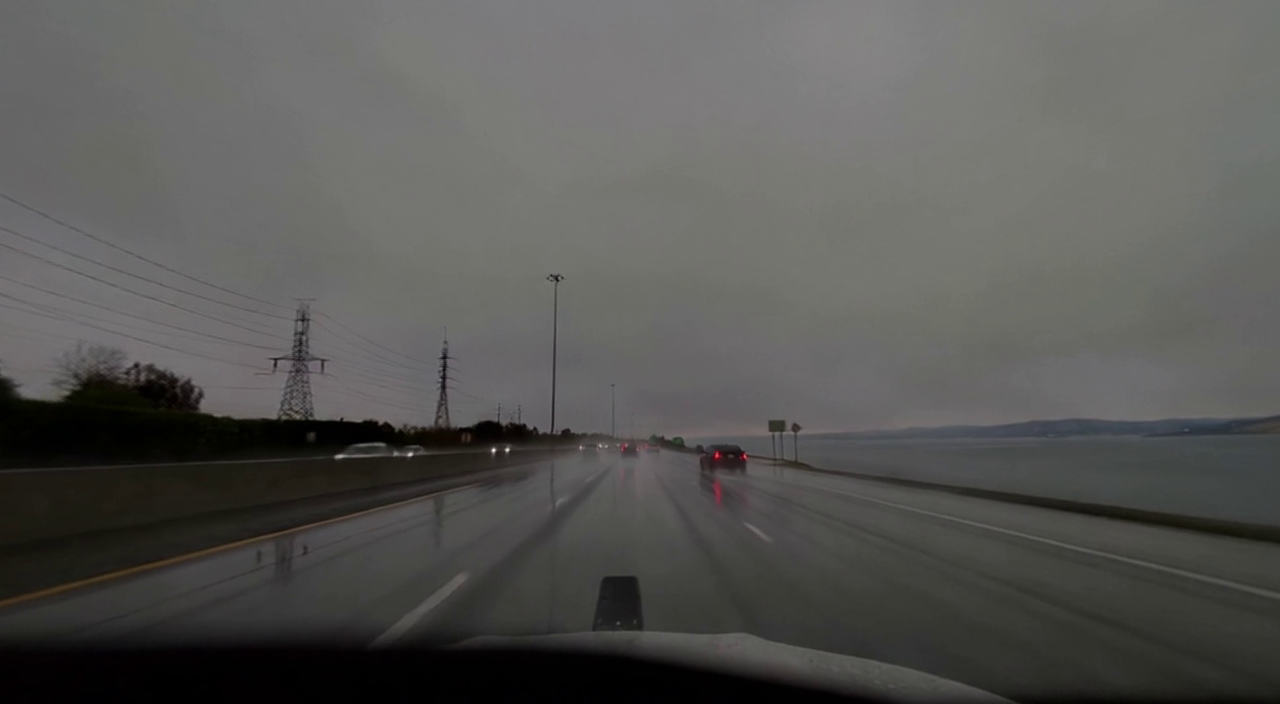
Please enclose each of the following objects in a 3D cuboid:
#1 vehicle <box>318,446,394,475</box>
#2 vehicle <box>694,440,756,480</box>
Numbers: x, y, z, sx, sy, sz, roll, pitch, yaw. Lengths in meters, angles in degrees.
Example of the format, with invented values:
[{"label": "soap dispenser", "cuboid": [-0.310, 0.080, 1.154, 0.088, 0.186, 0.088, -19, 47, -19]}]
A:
[{"label": "vehicle", "cuboid": [-15.353, 5.853, 34.434, 1.903, 1.480, 4.717, 0, -8, 0]}, {"label": "vehicle", "cuboid": [3.466, 4.485, 26.551, 1.890, 1.490, 4.373, 0, -8, -1]}]
